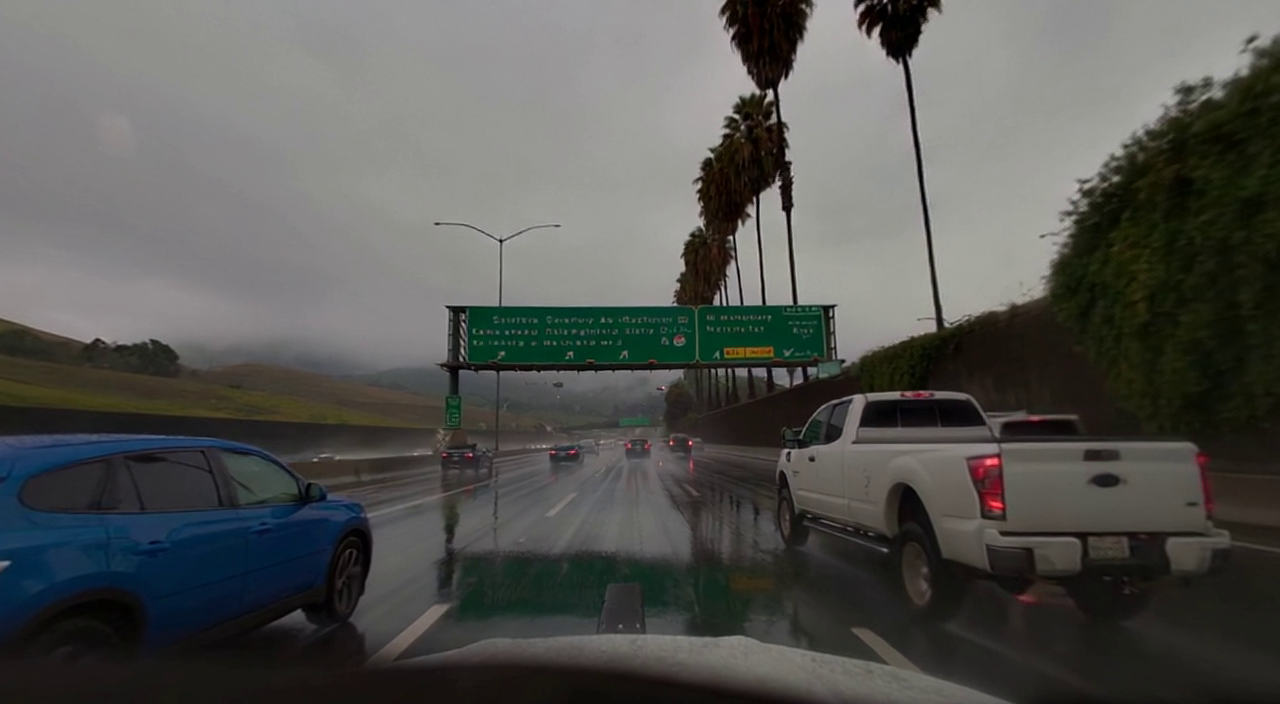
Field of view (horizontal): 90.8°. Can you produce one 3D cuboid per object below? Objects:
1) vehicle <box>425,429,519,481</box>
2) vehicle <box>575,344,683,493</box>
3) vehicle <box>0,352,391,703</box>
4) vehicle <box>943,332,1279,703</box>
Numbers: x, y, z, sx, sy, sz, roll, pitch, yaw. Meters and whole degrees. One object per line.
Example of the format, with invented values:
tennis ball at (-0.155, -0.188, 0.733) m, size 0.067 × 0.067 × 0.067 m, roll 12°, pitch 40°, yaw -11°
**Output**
vehicle at (-6.838, 4.293, 26.551) m, size 2.344 × 1.954 × 5.579 m, roll 0°, pitch -9°, yaw 1°
vehicle at (-0.167, 2.607, 22.610) m, size 2.906 × 4.040 × 10.743 m, roll -1°, pitch -9°, yaw 1°
vehicle at (-3.215, 1.052, 3.630) m, size 1.885 × 1.654 × 4.103 m, roll 0°, pitch -9°, yaw 0°
vehicle at (3.174, 0.634, 2.155) m, size 1.859 × 1.416 × 4.695 m, roll 0°, pitch -9°, yaw -1°
